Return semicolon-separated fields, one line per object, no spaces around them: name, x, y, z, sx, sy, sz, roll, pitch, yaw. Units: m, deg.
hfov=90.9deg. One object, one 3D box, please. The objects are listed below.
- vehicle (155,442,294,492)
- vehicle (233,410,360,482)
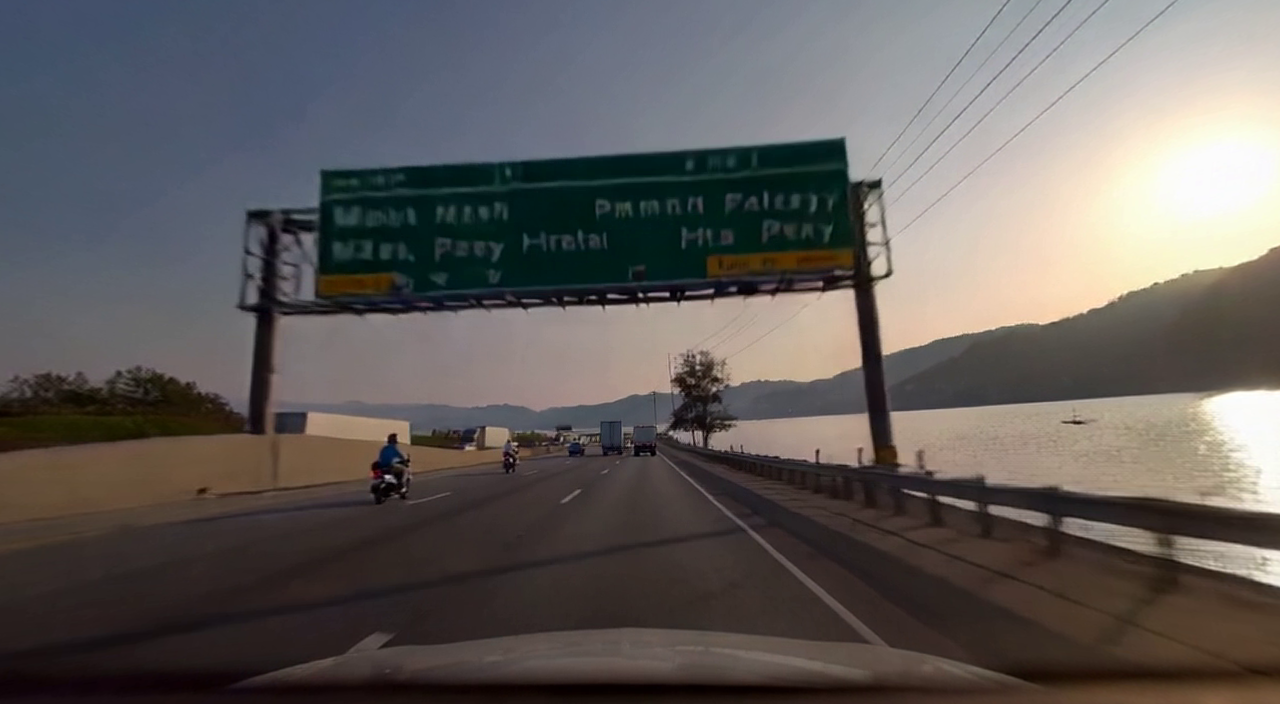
vehicle;-17.091;4.696;26.358;2.205;1.847;5.210;0;-8;1
vehicle;-20.737;5.774;38.846;2.897;3.919;8.383;0;-8;1
